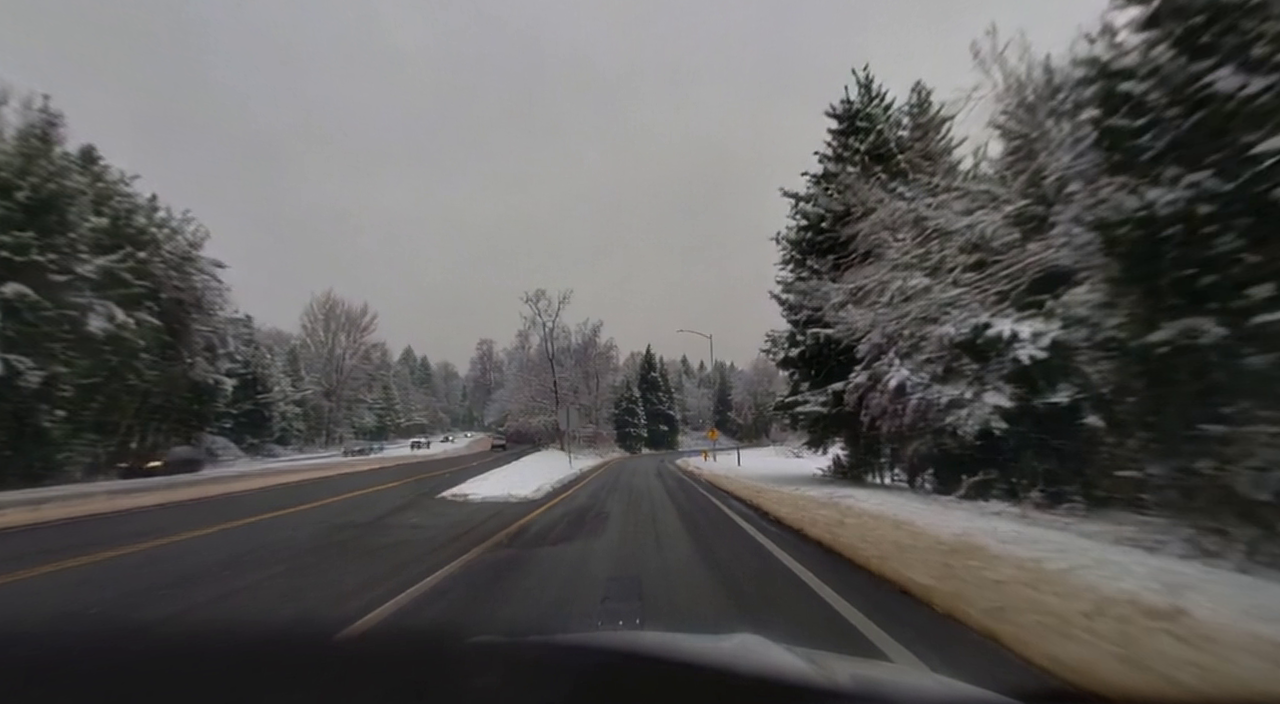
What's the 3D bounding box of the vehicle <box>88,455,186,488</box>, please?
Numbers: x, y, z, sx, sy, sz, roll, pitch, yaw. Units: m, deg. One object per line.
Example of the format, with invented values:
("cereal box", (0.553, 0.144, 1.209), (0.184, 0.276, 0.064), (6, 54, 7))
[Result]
("vehicle", (-25.177, 5.951, 31.803), (1.985, 1.505, 3.701), (1, -9, -5))
